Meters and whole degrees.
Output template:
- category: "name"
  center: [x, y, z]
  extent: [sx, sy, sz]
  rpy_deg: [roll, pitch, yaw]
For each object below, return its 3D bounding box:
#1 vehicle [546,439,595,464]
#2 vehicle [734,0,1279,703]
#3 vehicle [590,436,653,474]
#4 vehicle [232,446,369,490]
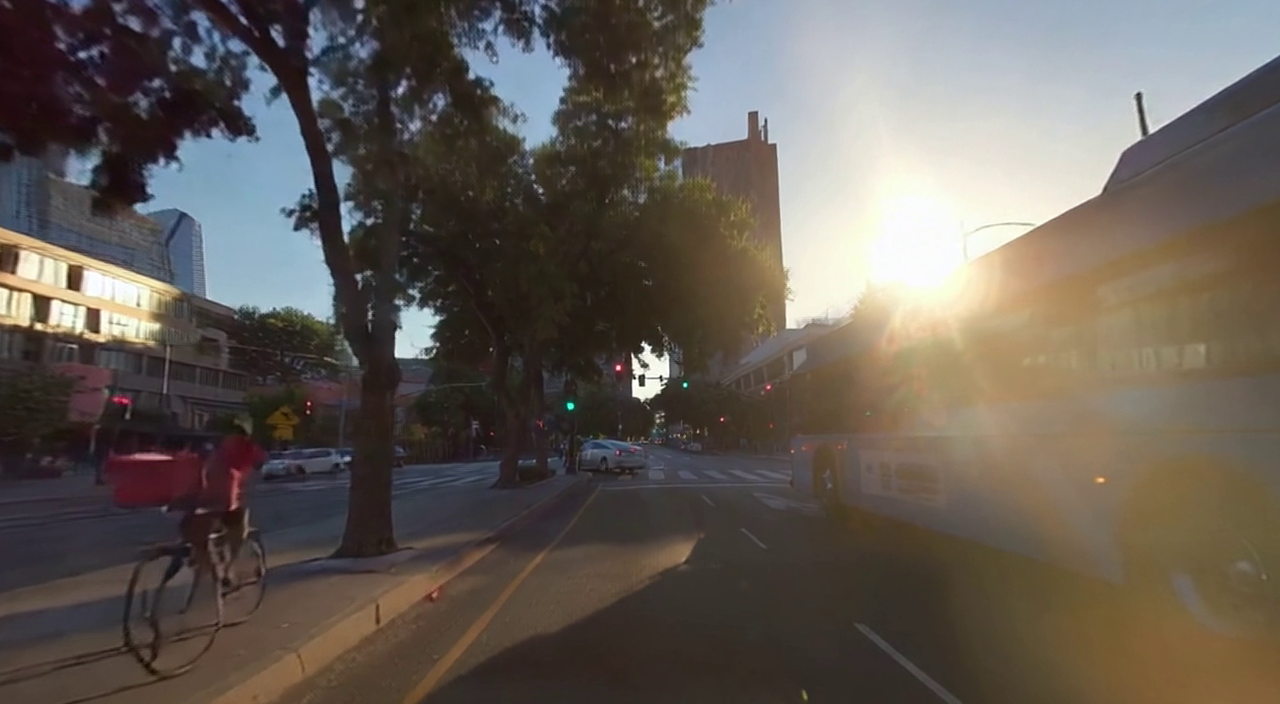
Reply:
- category: "vehicle"
  center: [-4.440, 6.250, 39.813]
  extent: [2.036, 1.467, 3.979]
  rpy_deg: [3, -9, -21]
- category: "vehicle"
  center: [3.318, 0.064, 4.173]
  extent: [3.250, 3.731, 13.693]
  rpy_deg: [0, -8, 0]
- category: "vehicle"
  center: [-0.914, 4.522, 27.965]
  extent: [2.123, 1.544, 4.158]
  rpy_deg: [1, -8, -11]
- category: "vehicle"
  center: [-13.292, 4.526, 25.030]
  extent: [1.816, 1.490, 4.417]
  rpy_deg: [-6, -9, 29]
